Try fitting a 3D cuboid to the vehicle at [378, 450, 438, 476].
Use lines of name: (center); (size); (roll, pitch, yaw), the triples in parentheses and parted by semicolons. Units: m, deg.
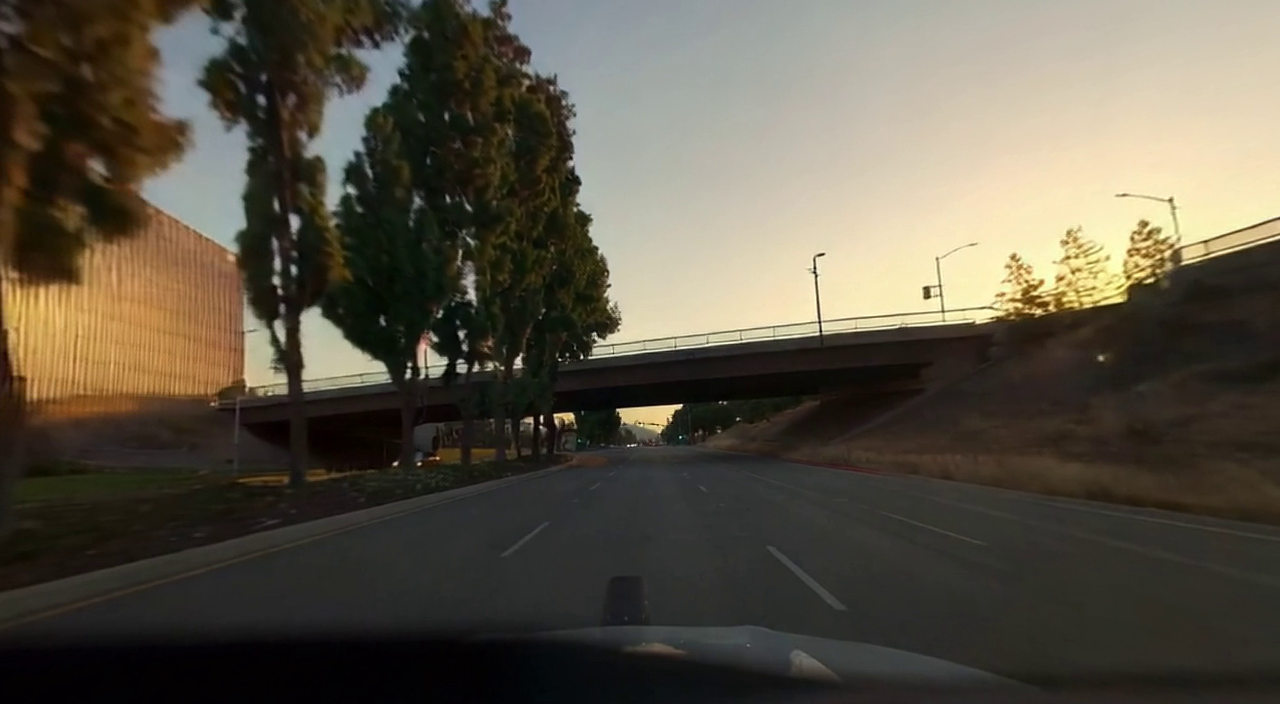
vehicle: (-14.321, 6.868, 39.188); (1.983, 1.461, 4.542); (0, -8, 1)
